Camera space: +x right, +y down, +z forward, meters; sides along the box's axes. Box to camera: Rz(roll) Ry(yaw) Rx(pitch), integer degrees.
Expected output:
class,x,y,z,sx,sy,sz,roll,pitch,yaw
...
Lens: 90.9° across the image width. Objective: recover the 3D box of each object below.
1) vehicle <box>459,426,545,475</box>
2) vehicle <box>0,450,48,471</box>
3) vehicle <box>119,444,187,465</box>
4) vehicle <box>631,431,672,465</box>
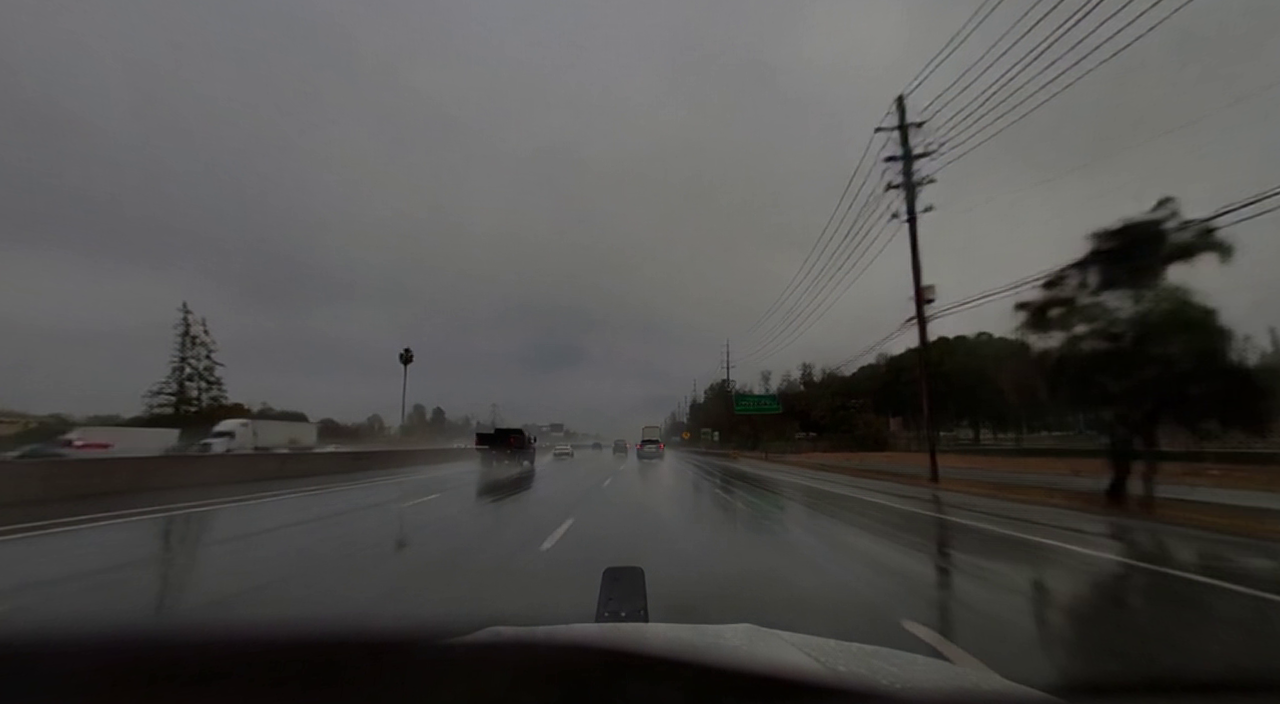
class,x,y,z,sx,sy,sz,roll,pitch,yaw
vehicle,-6.175,4.531,29.211,2.460,1.992,6.474,0,-8,1
vehicle,-46.277,7.903,46.005,1.755,1.457,4.514,0,-8,1
vehicle,-35.617,7.479,46.278,1.728,1.444,3.997,0,-8,1
vehicle,0.692,6.141,40.352,2.448,2.025,5.193,0,-8,0
